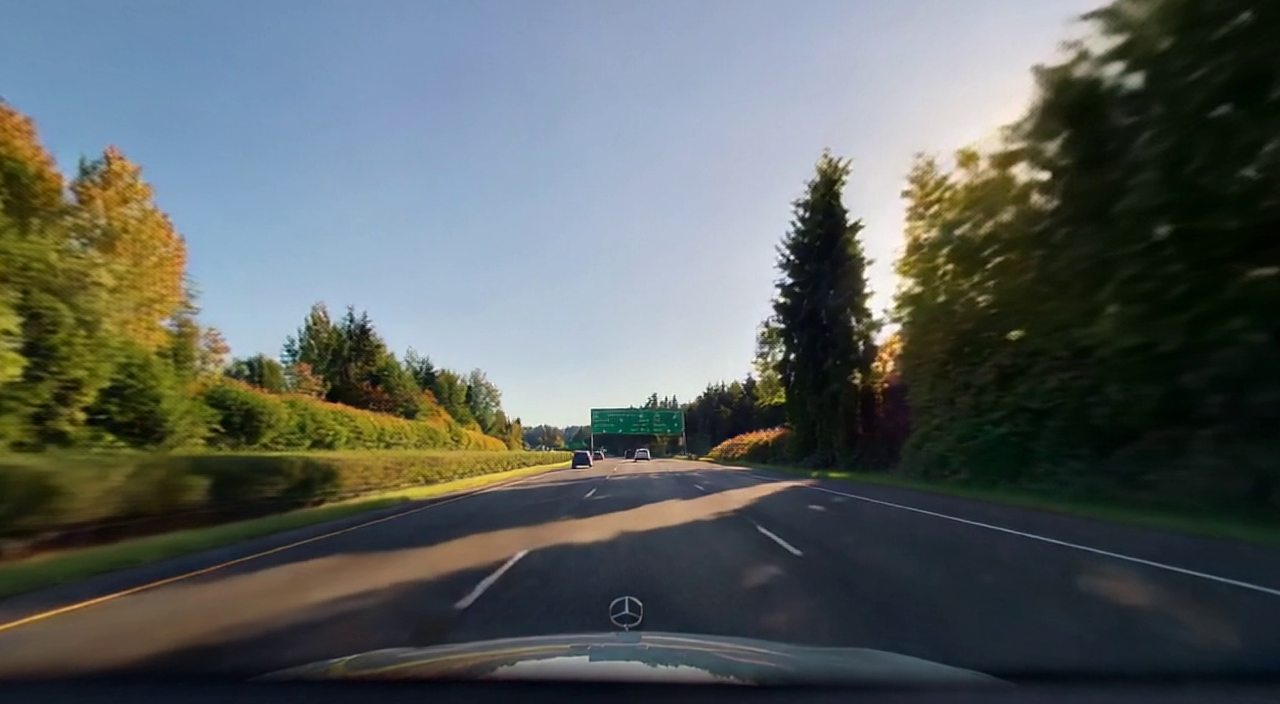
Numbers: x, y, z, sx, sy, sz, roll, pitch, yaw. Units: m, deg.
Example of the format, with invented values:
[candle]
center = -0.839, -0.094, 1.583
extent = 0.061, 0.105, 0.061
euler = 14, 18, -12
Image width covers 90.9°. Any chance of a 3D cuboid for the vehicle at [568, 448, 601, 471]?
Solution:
[vehicle]
center = -3.717, 7.302, 42.898
extent = 1.918, 1.510, 4.006
euler = 0, -9, 0
